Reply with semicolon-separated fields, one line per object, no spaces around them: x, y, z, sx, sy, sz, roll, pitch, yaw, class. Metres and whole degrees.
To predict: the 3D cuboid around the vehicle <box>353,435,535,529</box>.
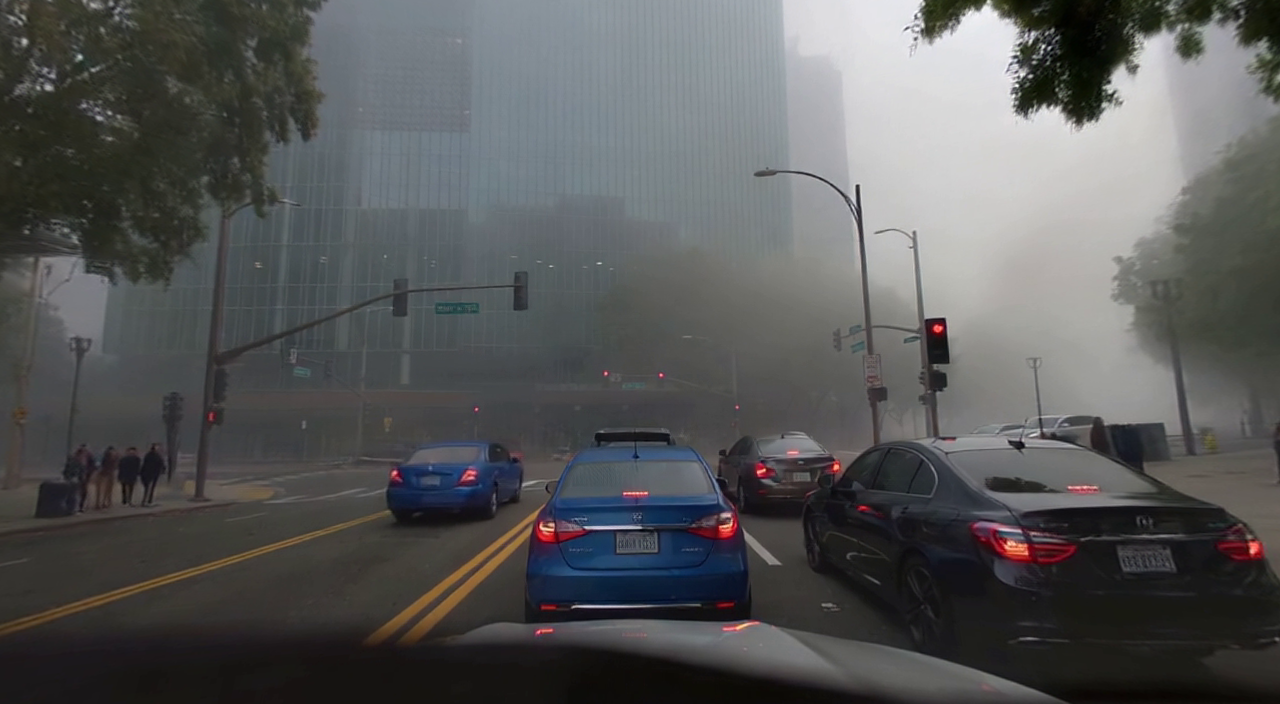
-3.438;2.359;12.083;1.957;1.427;4.531;0;-8;1;vehicle

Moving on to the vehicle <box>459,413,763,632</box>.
-0.268;1.464;6.399;2.072;1.476;4.078;0;-8;-2;vehicle

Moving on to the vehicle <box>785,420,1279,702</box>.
2.752;1.406;5.449;1.952;1.464;4.165;0;-8;-1;vehicle

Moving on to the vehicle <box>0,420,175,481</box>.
-28.372;5.064;32.363;6.756;2.955;2.367;0;-8;0;vehicle

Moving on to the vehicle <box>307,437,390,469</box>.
-17.141;5.920;36.950;4.294;1.819;2.043;-4;-9;25;vehicle
